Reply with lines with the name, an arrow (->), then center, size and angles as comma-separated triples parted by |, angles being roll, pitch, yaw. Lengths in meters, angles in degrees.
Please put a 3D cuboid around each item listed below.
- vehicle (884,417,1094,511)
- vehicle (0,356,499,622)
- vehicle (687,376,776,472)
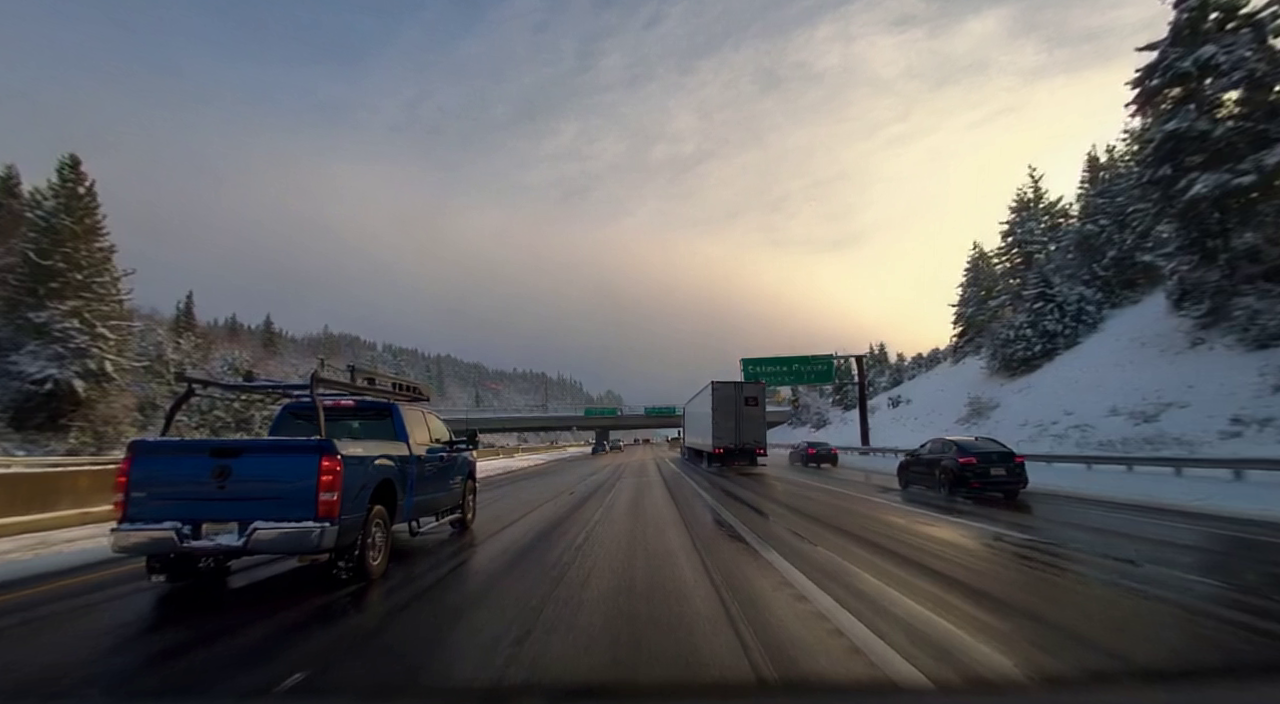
vehicle -> 7.330, 2.412, 13.973 | 1.999, 1.700, 4.640 | 0, -8, 0
vehicle -> -3.880, 1.524, 8.095 | 2.599, 2.054, 6.288 | 0, -9, 1
vehicle -> 4.361, 3.999, 33.286 | 2.885, 4.036, 12.891 | 0, -8, 1
